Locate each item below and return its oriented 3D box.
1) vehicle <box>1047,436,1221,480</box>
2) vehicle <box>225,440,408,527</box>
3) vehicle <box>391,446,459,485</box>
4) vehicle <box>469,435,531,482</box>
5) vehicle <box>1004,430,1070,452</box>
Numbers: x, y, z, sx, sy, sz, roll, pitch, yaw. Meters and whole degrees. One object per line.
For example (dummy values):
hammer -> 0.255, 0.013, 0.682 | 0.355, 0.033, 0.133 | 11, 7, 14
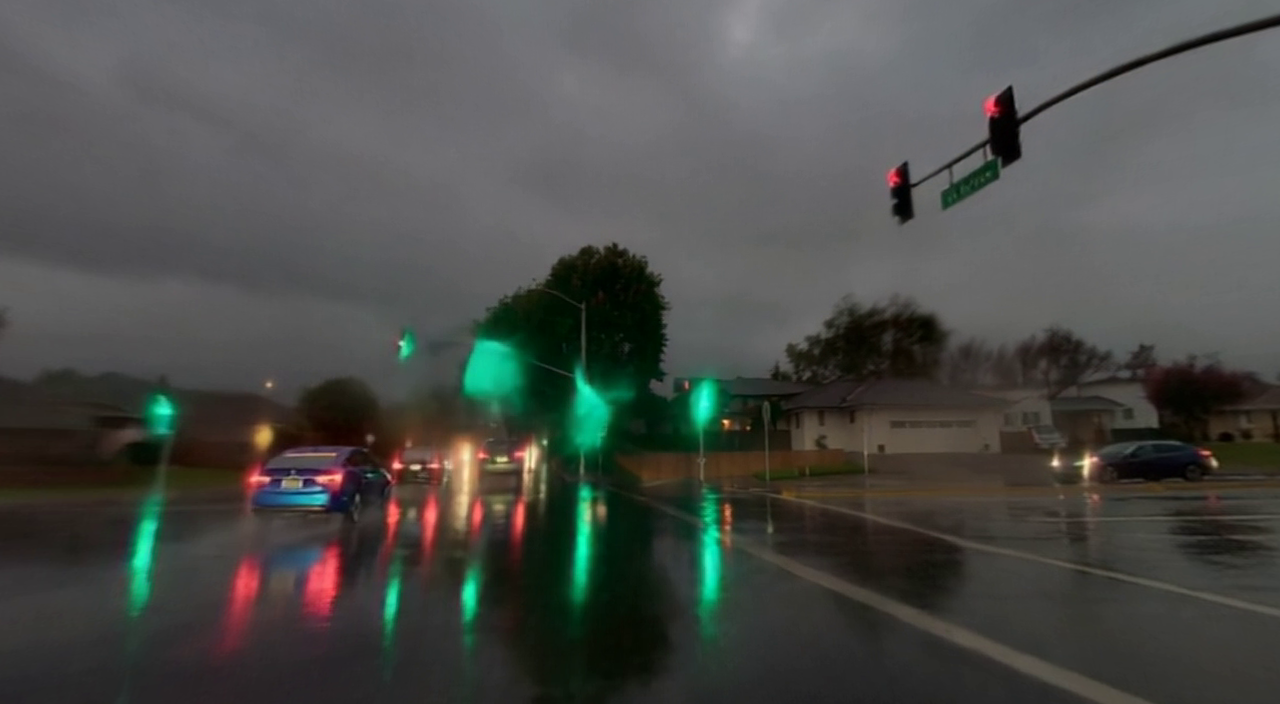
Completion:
vehicle -> 17.001, 3.679, 21.946 | 4.353, 1.431, 1.876 | -1, -8, 4
vehicle -> -6.541, 2.646, 13.476 | 1.977, 1.488, 4.741 | 1, -8, -8
vehicle -> -8.895, 4.687, 26.492 | 1.934, 1.459, 4.368 | 1, -8, -9
vehicle -> -6.031, 4.616, 27.735 | 2.396, 1.881, 4.606 | 1, -9, -10
vehicle -> 27.634, 6.227, 44.175 | 1.905, 1.483, 4.322 | -1, -8, 2
